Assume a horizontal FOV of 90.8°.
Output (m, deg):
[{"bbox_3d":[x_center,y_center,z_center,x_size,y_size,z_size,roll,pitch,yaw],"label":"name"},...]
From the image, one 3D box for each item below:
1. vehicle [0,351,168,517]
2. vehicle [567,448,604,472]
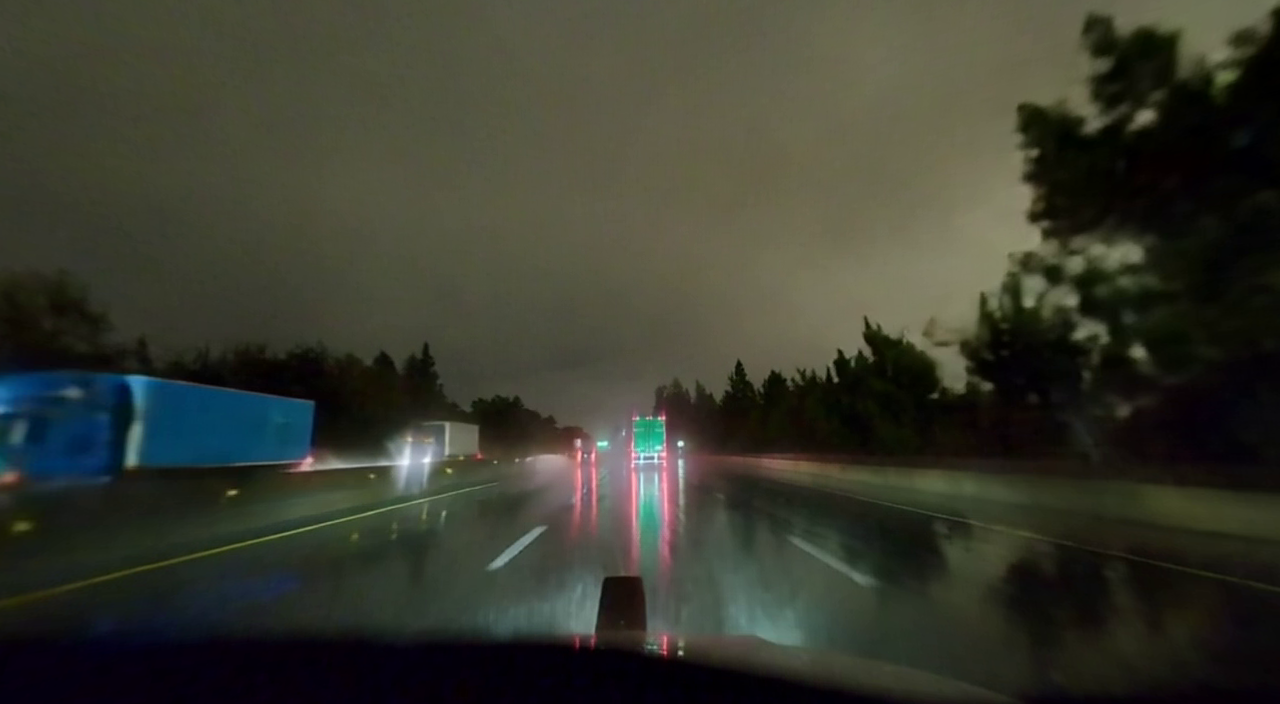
[{"bbox_3d":[-16.607,2.274,17.037,2.942,3.882,5.832,0,-9,0],"label":"vehicle"},{"bbox_3d":[-3.423,6.887,40.348,1.955,1.438,4.100,0,-9,0],"label":"vehicle"}]
